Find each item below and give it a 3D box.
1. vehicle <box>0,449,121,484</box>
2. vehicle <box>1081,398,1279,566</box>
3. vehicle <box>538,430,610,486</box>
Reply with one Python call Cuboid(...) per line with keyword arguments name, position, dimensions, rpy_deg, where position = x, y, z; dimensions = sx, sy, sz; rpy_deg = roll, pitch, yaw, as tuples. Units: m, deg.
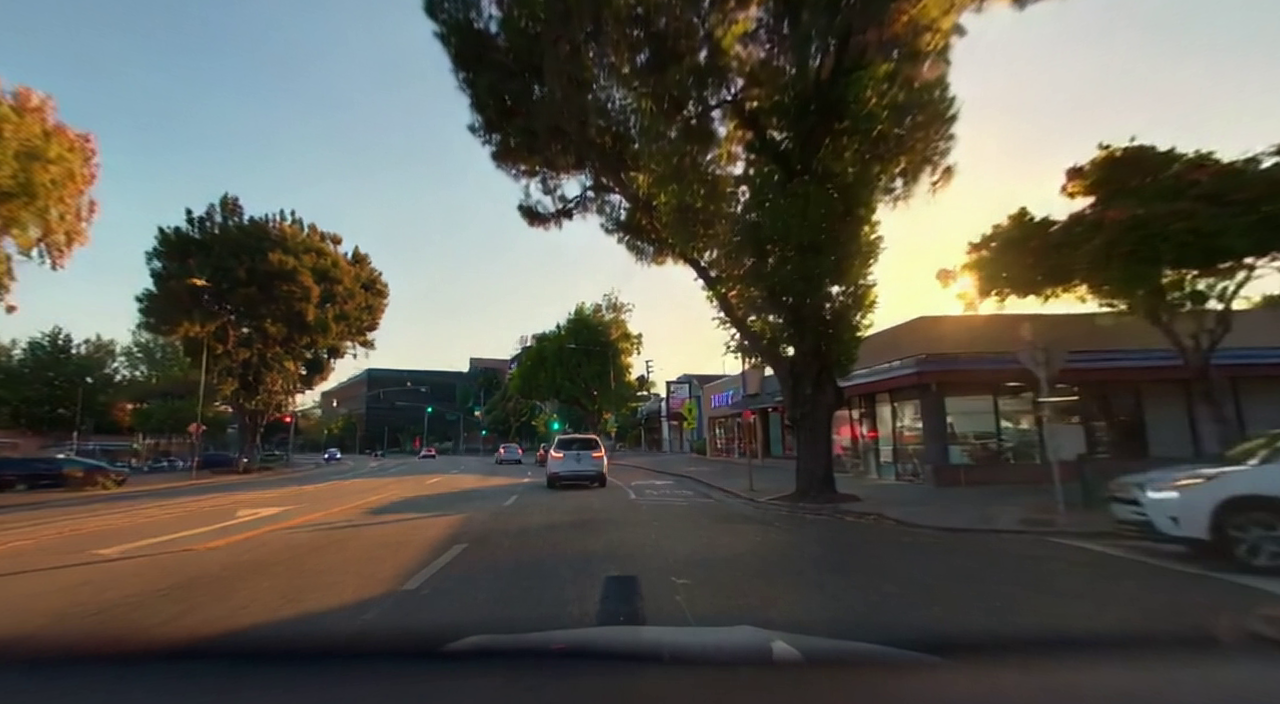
Cuboid(name="vehicle", position=(-32.912, 6.392, 35.564), dimensions=(5.060, 1.793, 2.403), rpy_deg=(2, -8, -17))
Cuboid(name="vehicle", position=(8.103, 1.413, 7.025), dimensions=(5.076, 1.761, 2.077), rpy_deg=(-6, -10, 36))
Cuboid(name="vehicle", position=(-2.341, 3.567, 21.657), dimensions=(2.227, 1.733, 3.930), rpy_deg=(1, -8, -8))
